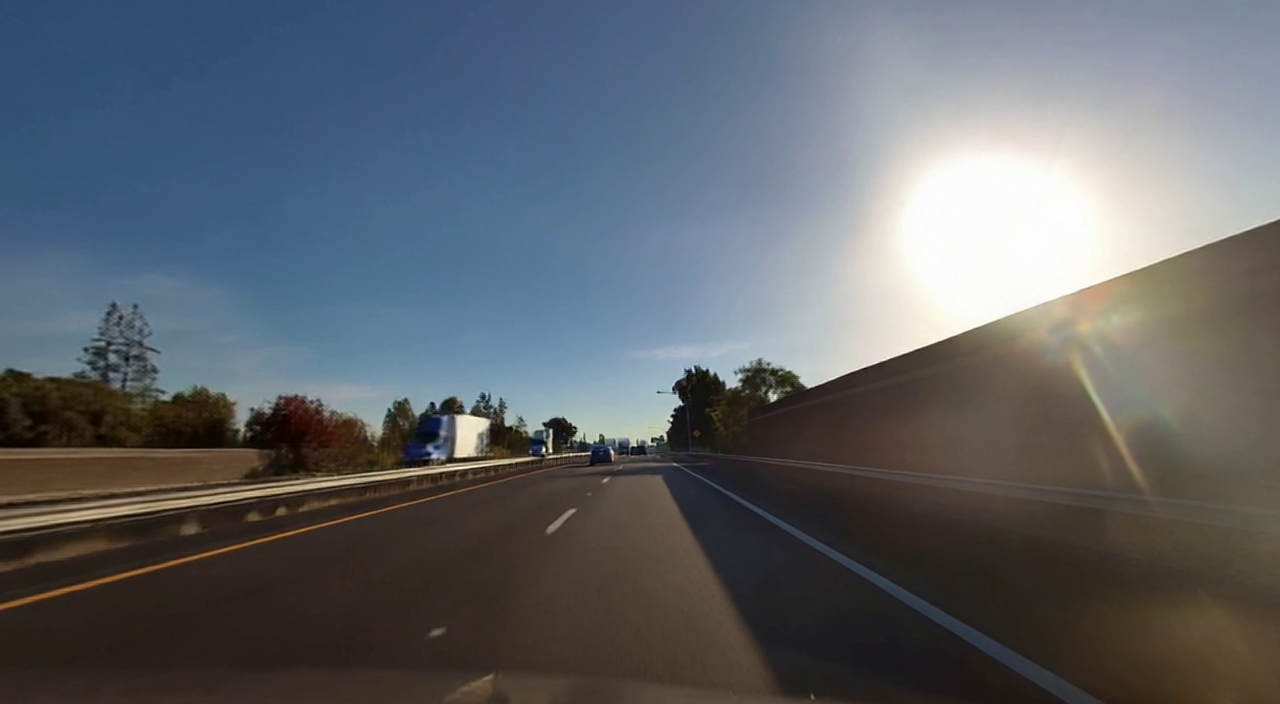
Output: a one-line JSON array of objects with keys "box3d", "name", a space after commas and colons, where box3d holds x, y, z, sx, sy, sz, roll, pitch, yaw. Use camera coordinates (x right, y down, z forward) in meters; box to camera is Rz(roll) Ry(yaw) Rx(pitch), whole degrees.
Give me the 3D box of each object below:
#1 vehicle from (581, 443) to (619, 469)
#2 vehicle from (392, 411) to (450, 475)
[{"box3d": [-2.386, 6.349, 38.661, 2.050, 1.530, 4.144, 0, -8, 0], "name": "vehicle"}, {"box3d": [-15.227, 6.318, 43.959, 2.913, 4.275, 3.166, 0, -7, -1], "name": "vehicle"}]
